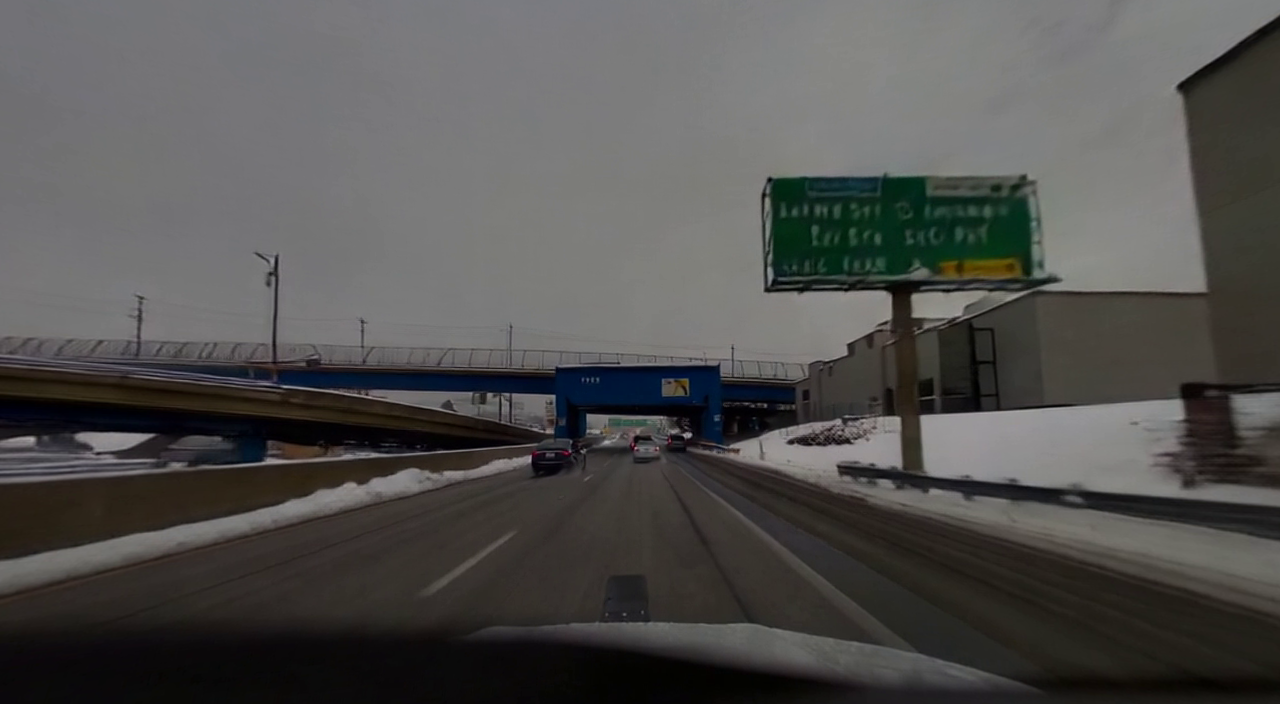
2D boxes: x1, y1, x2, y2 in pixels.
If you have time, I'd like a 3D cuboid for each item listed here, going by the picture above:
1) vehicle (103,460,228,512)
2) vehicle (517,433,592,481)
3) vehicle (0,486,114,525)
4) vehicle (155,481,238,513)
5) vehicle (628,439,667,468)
[{"bbox_3d":[-35.250,9.942,47.422,2.842,3.235,8.652,-5,-10,-1],"label":"vehicle"},{"bbox_3d":[-3.034,3.821,23.207,2.064,1.589,4.213,0,-8,2],"label":"vehicle"},{"bbox_3d":[-31.883,8.379,34.666,2.059,1.636,4.402,0,-8,1],"label":"vehicle"},{"bbox_3d":[-28.145,9.177,40.230,1.915,1.619,4.587,0,-8,1],"label":"vehicle"},{"bbox_3d":[0.363,5.211,32.678,1.877,1.386,3.872,0,-8,0],"label":"vehicle"}]
